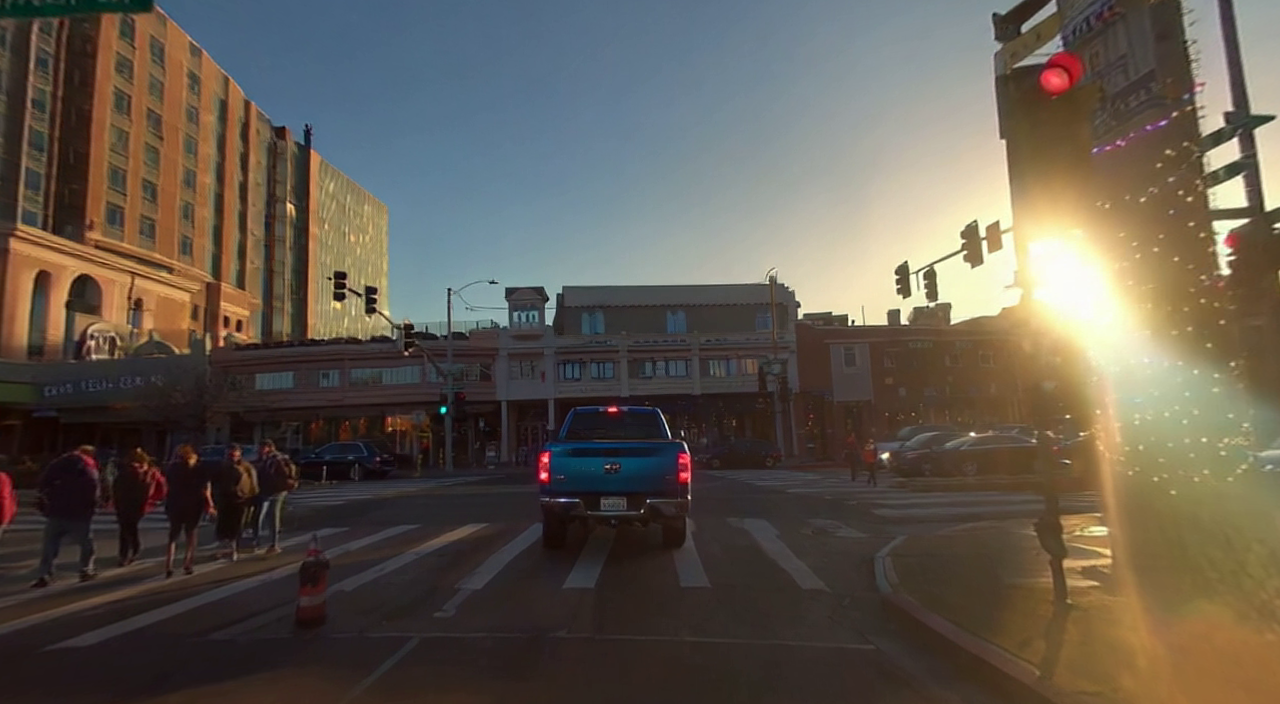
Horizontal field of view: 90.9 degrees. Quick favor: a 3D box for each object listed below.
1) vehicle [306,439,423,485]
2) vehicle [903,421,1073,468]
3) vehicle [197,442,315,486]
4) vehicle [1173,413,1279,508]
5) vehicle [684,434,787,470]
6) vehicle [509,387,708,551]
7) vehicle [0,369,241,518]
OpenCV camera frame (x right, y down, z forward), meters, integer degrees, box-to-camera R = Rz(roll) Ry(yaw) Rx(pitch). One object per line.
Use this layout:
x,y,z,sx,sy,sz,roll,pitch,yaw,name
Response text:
-13.289,5.307,30.617,4.799,1.909,2.011,-3,-7,2,vehicle
11.637,3.128,21.303,4.600,1.506,1.878,0,-8,-1,vehicle
-18.601,5.430,30.710,4.398,2.057,1.959,0,-8,-2,vehicle
13.057,1.938,11.735,4.082,1.613,2.211,-3,-12,0,vehicle
4.308,4.616,29.102,4.515,1.583,1.920,-1,-8,3,vehicle
-0.562,1.865,10.711,2.477,2.020,5.534,0,-8,-4,vehicle
-21.825,3.121,21.667,13.729,4.662,3.300,0,-8,0,vehicle
